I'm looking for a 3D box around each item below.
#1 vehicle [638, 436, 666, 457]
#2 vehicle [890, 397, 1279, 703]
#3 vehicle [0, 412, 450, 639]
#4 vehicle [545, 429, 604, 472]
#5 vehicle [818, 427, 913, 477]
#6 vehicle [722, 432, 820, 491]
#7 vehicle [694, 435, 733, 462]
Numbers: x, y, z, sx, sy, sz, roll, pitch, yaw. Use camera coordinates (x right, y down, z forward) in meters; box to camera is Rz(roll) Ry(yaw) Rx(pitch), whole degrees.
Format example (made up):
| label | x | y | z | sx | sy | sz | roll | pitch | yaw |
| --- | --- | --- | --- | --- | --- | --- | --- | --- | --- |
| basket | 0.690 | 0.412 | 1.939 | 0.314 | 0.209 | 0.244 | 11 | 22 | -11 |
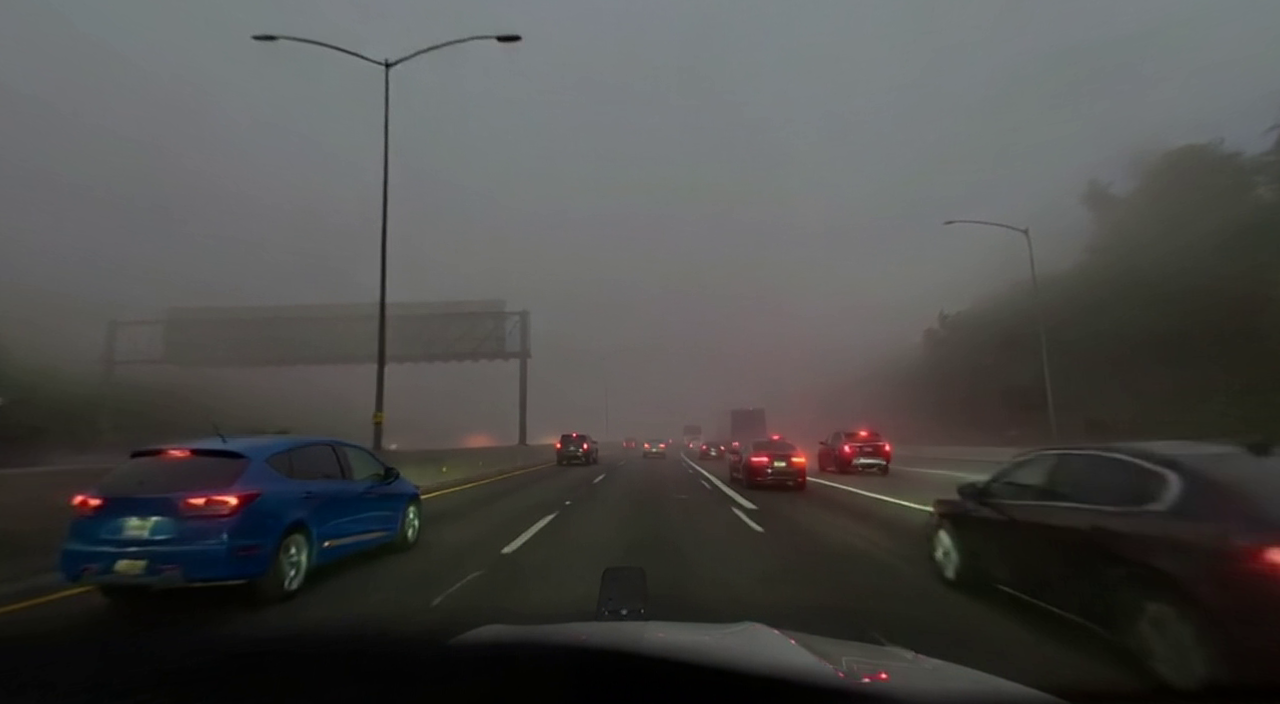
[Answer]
| label | x | y | z | sx | sy | sz | roll | pitch | yaw |
| --- | --- | --- | --- | --- | --- | --- | --- | --- | --- |
| vehicle | 0.896 | 7.128 | 47.641 | 2.040 | 1.461 | 3.984 | 0 | -8 | 1 |
| vehicle | 3.820 | 1.219 | 4.658 | 1.999 | 1.482 | 4.743 | 0 | -8 | 0 |
| vehicle | -3.605 | 1.469 | 6.426 | 1.914 | 1.476 | 4.416 | 0 | -8 | 1 |
| vehicle | -2.816 | 4.345 | 28.089 | 2.006 | 1.741 | 4.277 | -1 | -8 | 2 |
| vehicle | 8.531 | 3.824 | 24.326 | 1.987 | 1.726 | 4.515 | 0 | -8 | 0 |
| vehicle | 3.649 | 3.120 | 18.324 | 1.933 | 1.492 | 4.125 | 0 | -8 | 0 |
| vehicle | 4.466 | 5.943 | 38.932 | 1.933 | 1.503 | 4.520 | 0 | -8 | 0 |
